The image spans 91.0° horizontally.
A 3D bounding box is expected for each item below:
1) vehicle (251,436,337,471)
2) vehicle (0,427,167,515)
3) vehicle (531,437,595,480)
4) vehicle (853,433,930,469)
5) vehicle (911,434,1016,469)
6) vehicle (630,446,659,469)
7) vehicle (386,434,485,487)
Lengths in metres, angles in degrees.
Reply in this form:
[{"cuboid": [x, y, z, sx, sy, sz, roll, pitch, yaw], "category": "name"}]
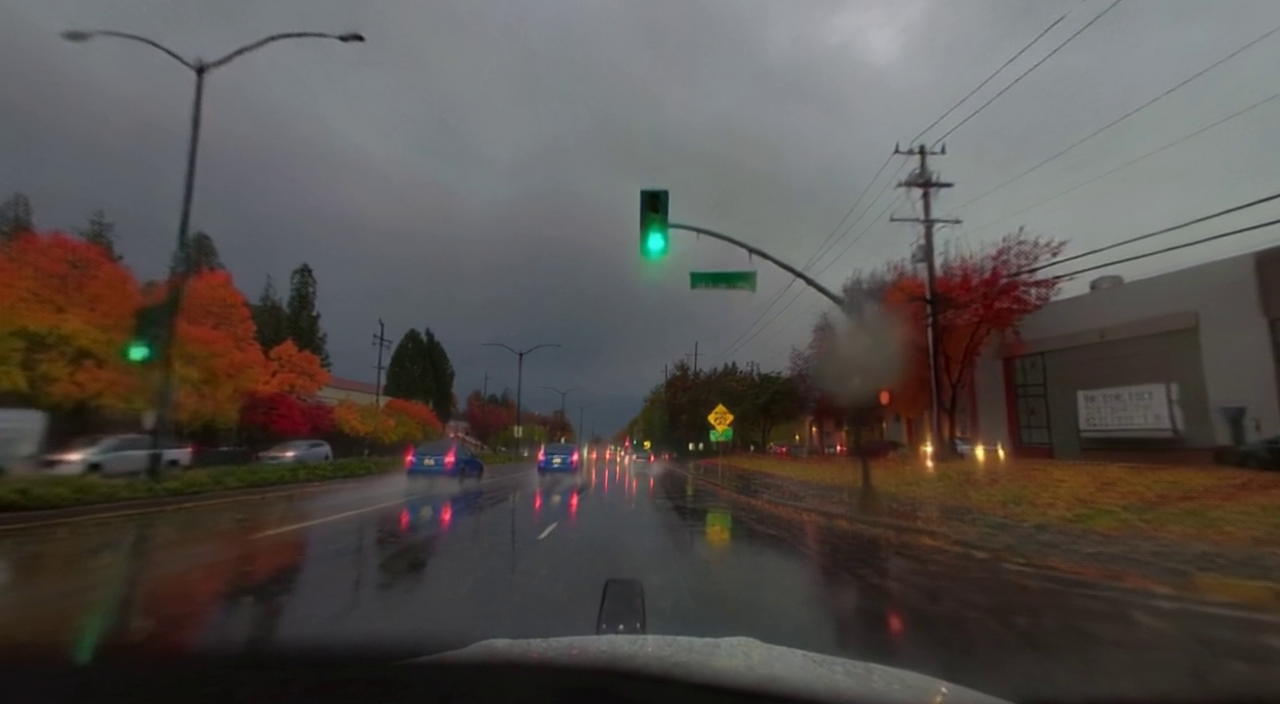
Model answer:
[{"cuboid": [-19.566, 5.726, 35.893, 2.118, 1.798, 4.923, 1, -8, 0], "category": "vehicle"}, {"cuboid": [-11.737, 2.211, 12.114, 1.872, 1.475, 4.325, 1, -8, 0], "category": "vehicle"}, {"cuboid": [-3.235, 4.578, 27.393, 2.085, 1.663, 4.513, 1, -8, 1], "category": "vehicle"}, {"cuboid": [13.331, 5.249, 33.692, 1.862, 1.559, 3.959, -4, -5, -11], "category": "vehicle"}, {"cuboid": [14.678, 4.518, 28.863, 1.826, 1.474, 4.254, 3, -8, -15], "category": "vehicle"}, {"cuboid": [0.345, 8.269, 49.533, 2.144, 1.704, 4.028, 1, -8, 0], "category": "vehicle"}, {"cuboid": [-6.868, 3.666, 21.676, 1.932, 1.596, 4.247, 1, -8, 1], "category": "vehicle"}]
